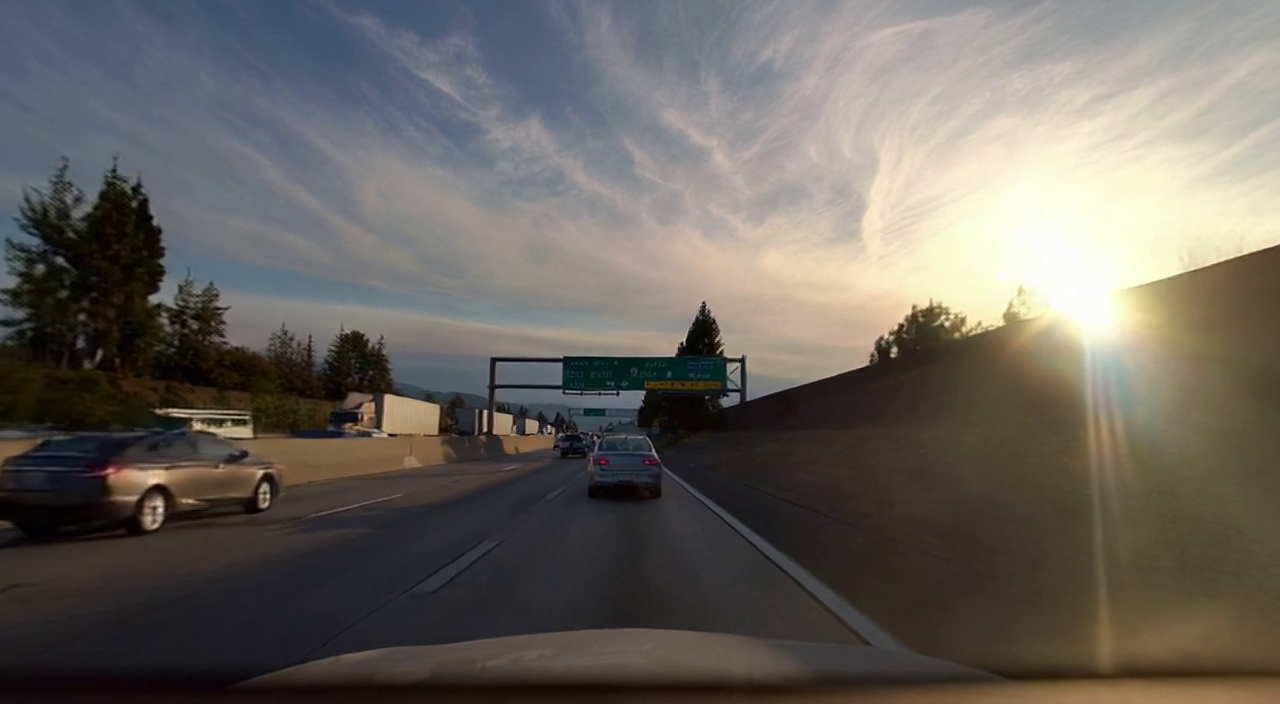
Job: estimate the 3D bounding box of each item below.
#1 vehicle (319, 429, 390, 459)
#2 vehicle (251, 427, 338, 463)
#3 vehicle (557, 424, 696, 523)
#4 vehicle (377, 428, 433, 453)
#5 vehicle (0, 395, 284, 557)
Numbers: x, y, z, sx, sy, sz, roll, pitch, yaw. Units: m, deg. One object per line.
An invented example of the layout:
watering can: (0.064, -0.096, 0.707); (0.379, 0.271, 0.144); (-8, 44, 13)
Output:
vehicle: (-15.261, 4.939, 33.893); (1.865, 1.476, 4.348); (0, -8, -1)
vehicle: (-15.155, 4.090, 27.804); (1.773, 1.481, 3.722); (0, -8, -1)
vehicle: (-0.229, 2.181, 11.929); (2.127, 1.497, 4.445); (0, -8, 0)
vehicle: (-15.346, 5.833, 41.305); (2.004, 1.551, 4.231); (0, -8, -1)
vehicle: (-7.400, 1.588, 8.738); (2.325, 1.663, 4.426); (0, -8, -1)
